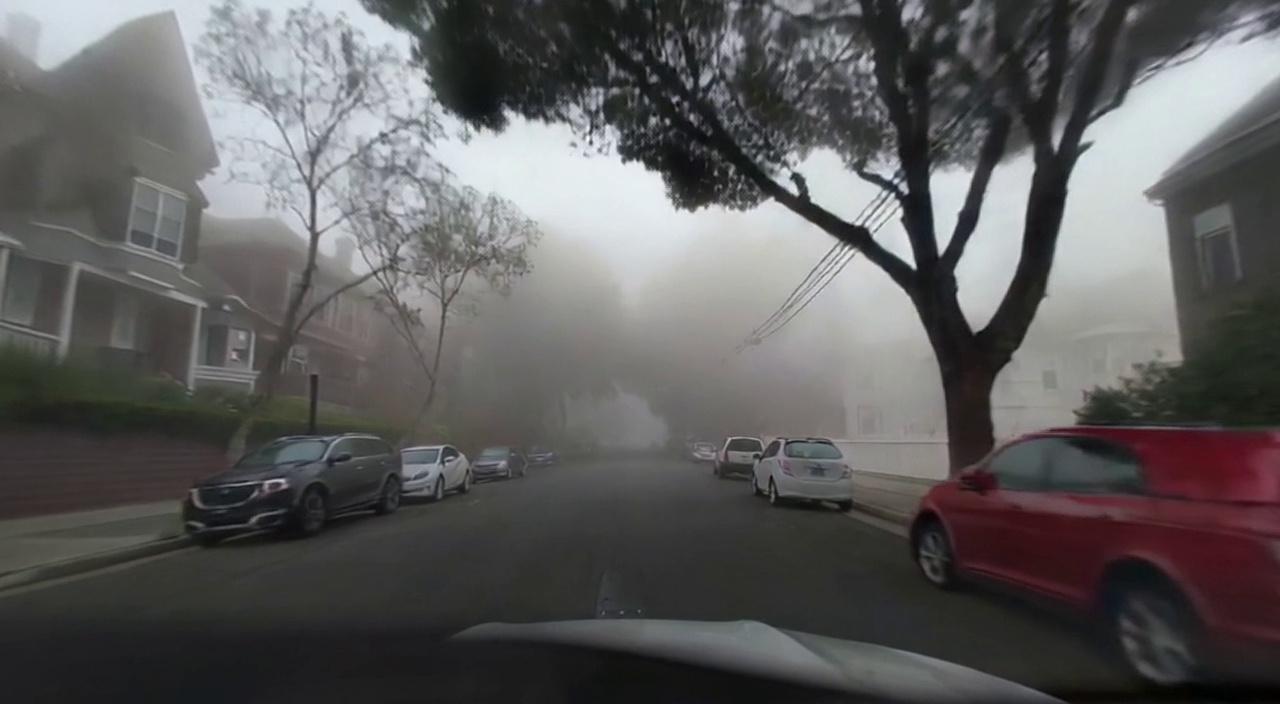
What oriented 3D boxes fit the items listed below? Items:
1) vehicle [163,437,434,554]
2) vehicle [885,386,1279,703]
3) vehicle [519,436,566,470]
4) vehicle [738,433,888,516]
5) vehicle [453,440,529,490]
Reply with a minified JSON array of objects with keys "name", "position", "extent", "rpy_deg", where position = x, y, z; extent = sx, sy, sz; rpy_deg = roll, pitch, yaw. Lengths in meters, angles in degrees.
[{"name":"vehicle","position":[-5.737,2.434,11.637],"extent":[2.169,1.574,5.016],"rpy_deg":[-3,-9,1]},{"name":"vehicle","position":[3.604,1.235,4.674],"extent":[1.909,1.595,4.136],"rpy_deg":[0,-8,0]},{"name":"vehicle","position":[-5.787,6.119,38.161],"extent":[2.106,1.760,4.573],"rpy_deg":[-4,-9,-1]},{"name":"vehicle","position":[3.527,2.572,13.849],"extent":[1.881,1.482,4.531],"rpy_deg":[0,-8,-2]},{"name":"vehicle","position":[-5.781,4.379,25.065],"extent":[1.901,1.475,4.425],"rpy_deg":[-4,-6,0]}]
